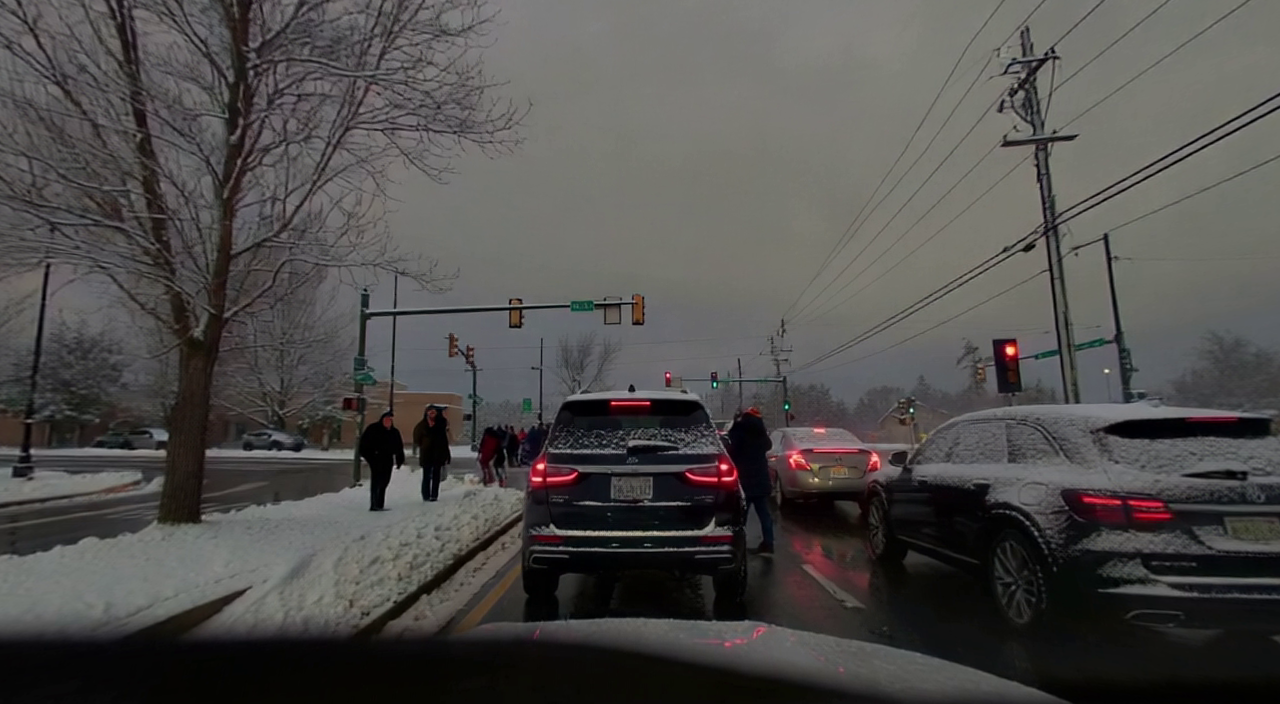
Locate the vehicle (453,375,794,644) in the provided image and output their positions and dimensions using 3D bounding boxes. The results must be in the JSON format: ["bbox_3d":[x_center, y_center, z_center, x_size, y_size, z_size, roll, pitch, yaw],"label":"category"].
[{"bbox_3d":[-0.154,1.373,6.531,2.271,1.786,4.443,0,-8,-1],"label":"vehicle"}]

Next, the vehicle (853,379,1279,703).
[{"bbox_3d":[3.550,1.297,5.455,1.948,1.677,4.437,0,-8,1],"label":"vehicle"}]

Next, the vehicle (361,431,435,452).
[{"bbox_3d":[-17.755,6.557,46.353,4.607,1.478,1.995,0,-8,0],"label":"vehicle"}]

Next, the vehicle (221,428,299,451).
[{"bbox_3d":[-28.375,6.533,47.193,4.587,1.639,1.878,0,-8,0],"label":"vehicle"}]
